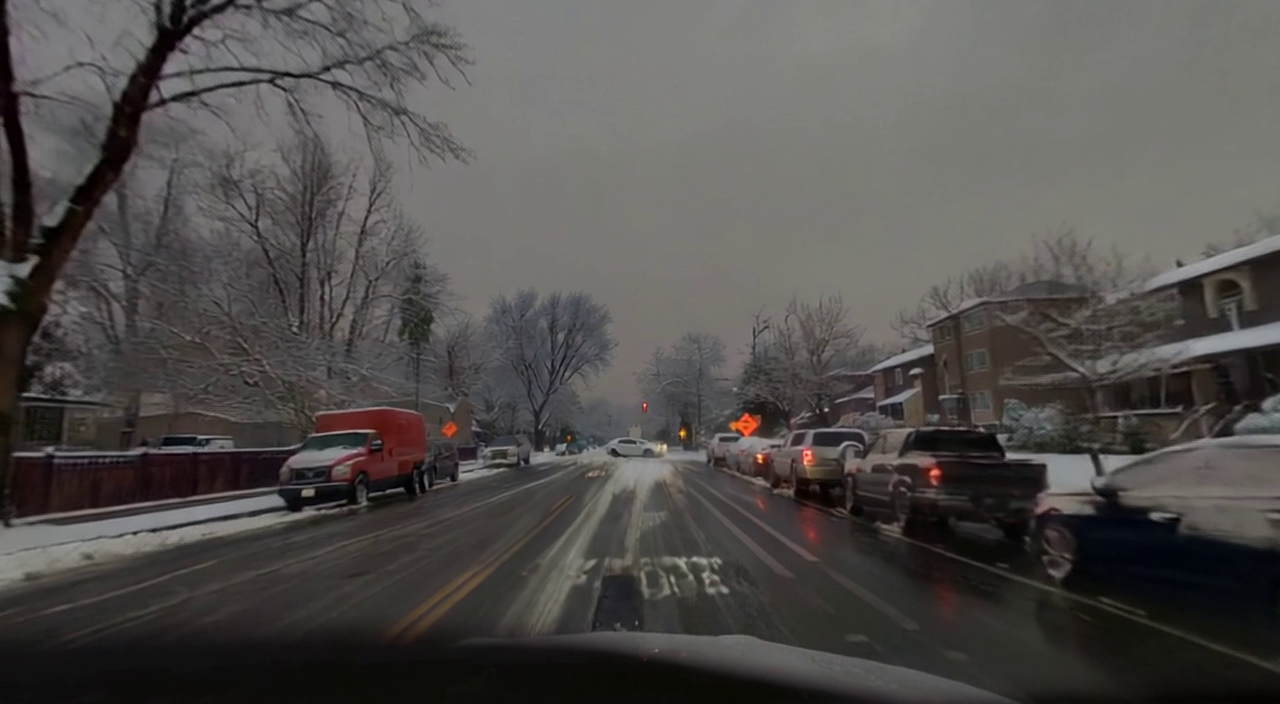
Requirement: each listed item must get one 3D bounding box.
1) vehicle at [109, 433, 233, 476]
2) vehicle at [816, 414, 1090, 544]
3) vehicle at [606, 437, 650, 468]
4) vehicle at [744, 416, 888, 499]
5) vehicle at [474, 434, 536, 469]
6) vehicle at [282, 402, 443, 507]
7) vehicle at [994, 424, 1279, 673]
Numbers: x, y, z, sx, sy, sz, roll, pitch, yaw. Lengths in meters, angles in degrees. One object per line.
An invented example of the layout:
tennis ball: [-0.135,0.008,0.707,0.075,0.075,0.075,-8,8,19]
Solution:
vehicle: [-23.336,5.087,31.443,4.491,2.031,2.045,-1,-8,1]
vehicle: [4.868,2.050,10.856,2.225,1.715,4.755,0,-8,-1]
vehicle: [-0.579,5.198,32.781,2.151,1.481,4.084,0,-8,1]
vehicle: [4.646,2.932,17.865,2.279,1.946,5.925,0,-8,-1]
vehicle: [-8.505,6.362,40.356,2.659,2.047,6.014,0,-8,0]
vehicle: [-7.768,2.922,18.234,2.526,2.631,4.228,0,-8,2]
vehicle: [4.766,1.272,4.448,1.912,1.463,4.477,0,-8,0]
